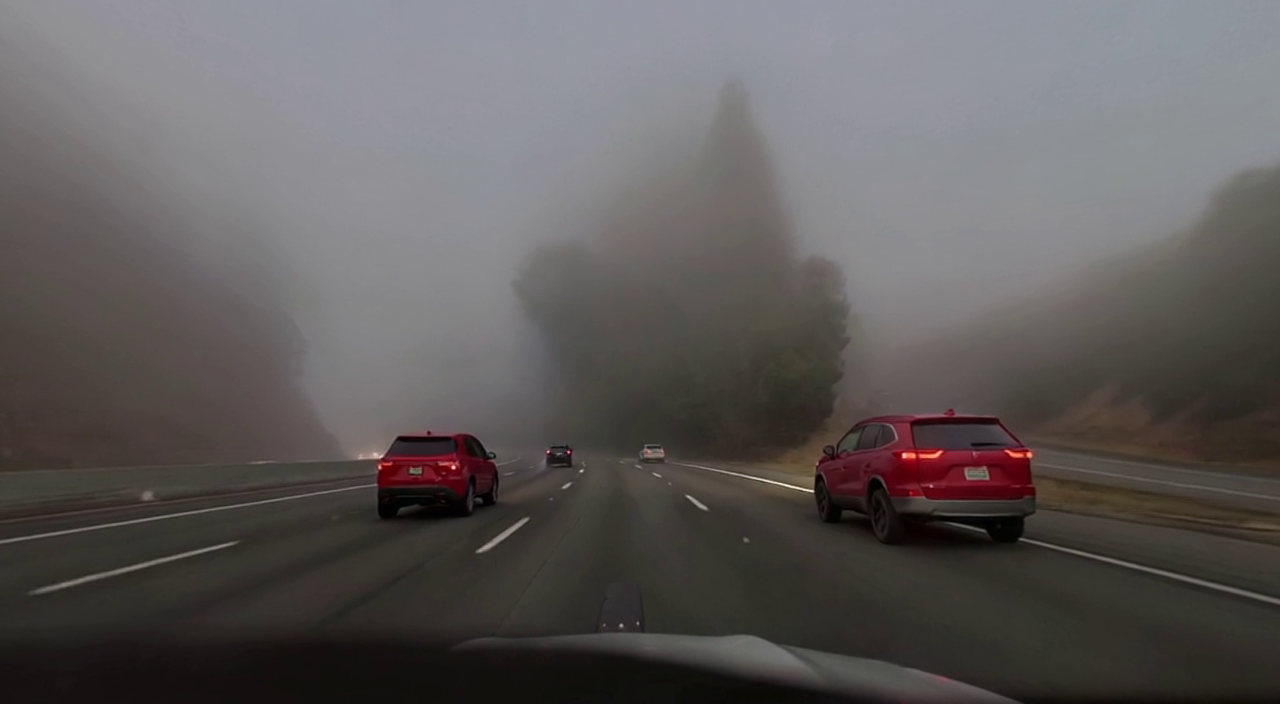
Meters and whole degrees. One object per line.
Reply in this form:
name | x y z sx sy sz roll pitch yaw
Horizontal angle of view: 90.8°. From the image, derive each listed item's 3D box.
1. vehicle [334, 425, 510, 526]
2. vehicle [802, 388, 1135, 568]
vehicle | -4.363 2.548 13.609 2.213 1.766 4.598 0 -8 -1
vehicle | 4.154 1.701 9.251 2.103 1.903 4.837 0 -9 -2
